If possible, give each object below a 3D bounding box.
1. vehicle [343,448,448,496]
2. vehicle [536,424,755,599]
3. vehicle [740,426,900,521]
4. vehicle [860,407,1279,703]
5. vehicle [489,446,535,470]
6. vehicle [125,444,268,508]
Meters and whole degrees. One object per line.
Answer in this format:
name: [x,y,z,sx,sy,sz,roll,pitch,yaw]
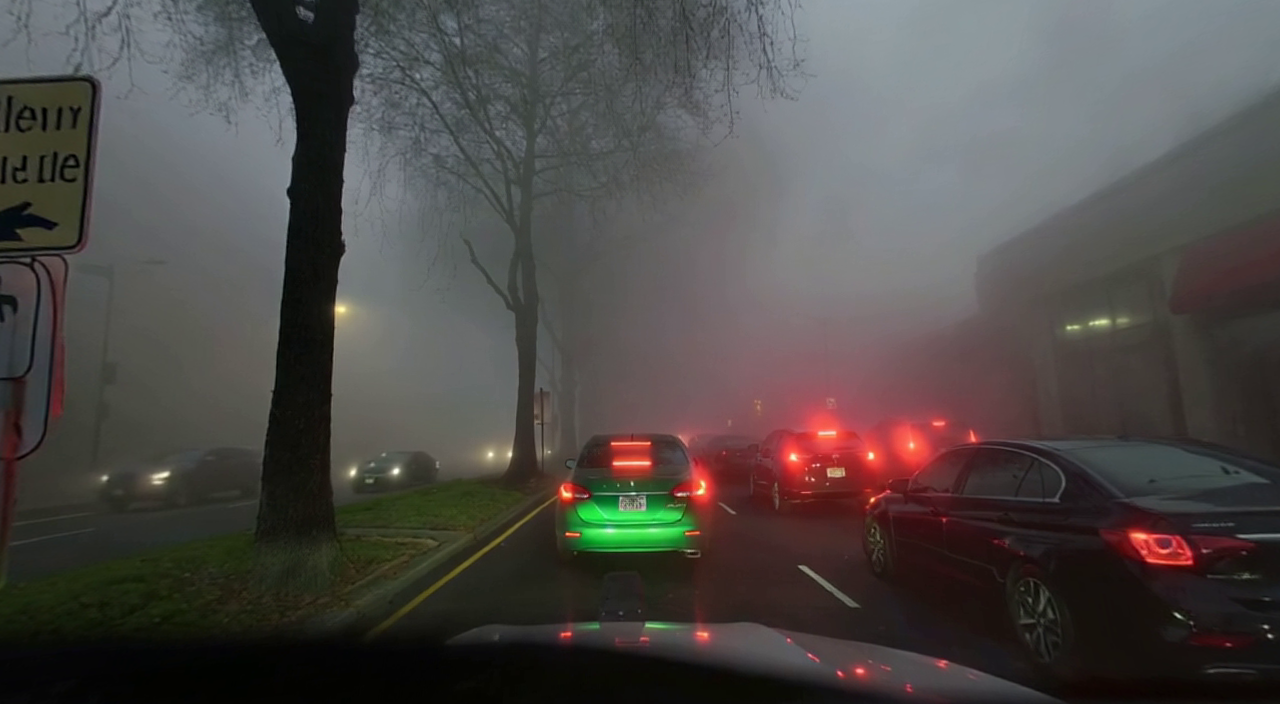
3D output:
vehicle: [-8.170,4.019,21.583,1.850,1.417,4.321,0,-9,0]
vehicle: [0.035,1.650,7.299,1.887,1.487,3.535,0,-9,0]
vehicle: [3.534,2.477,13.403,2.025,1.660,4.263,0,-9,-1]
vehicle: [3.308,1.256,4.468,1.988,1.480,4.195,0,-9,0]
vehicle: [-8.461,7.064,42.229,2.169,1.477,4.168,0,-9,0]
vehicle: [-13.973,3.866,20.281,2.072,1.773,4.329,1,-9,-11]
